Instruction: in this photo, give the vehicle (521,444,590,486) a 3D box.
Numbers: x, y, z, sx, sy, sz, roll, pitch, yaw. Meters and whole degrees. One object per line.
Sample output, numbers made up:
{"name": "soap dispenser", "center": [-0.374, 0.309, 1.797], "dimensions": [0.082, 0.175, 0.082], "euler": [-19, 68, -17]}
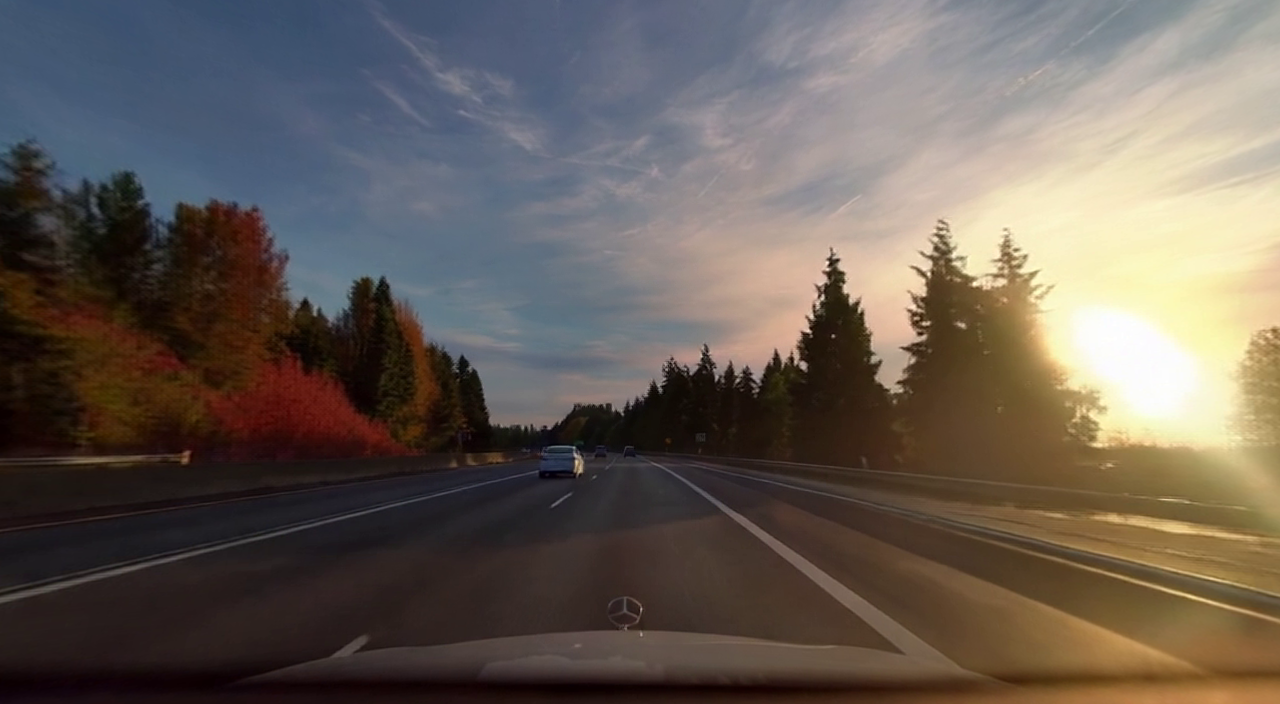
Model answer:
{"name": "vehicle", "center": [-3.427, 4.693, 26.570], "dimensions": [2.184, 1.574, 5.004], "euler": [0, -9, 0]}
